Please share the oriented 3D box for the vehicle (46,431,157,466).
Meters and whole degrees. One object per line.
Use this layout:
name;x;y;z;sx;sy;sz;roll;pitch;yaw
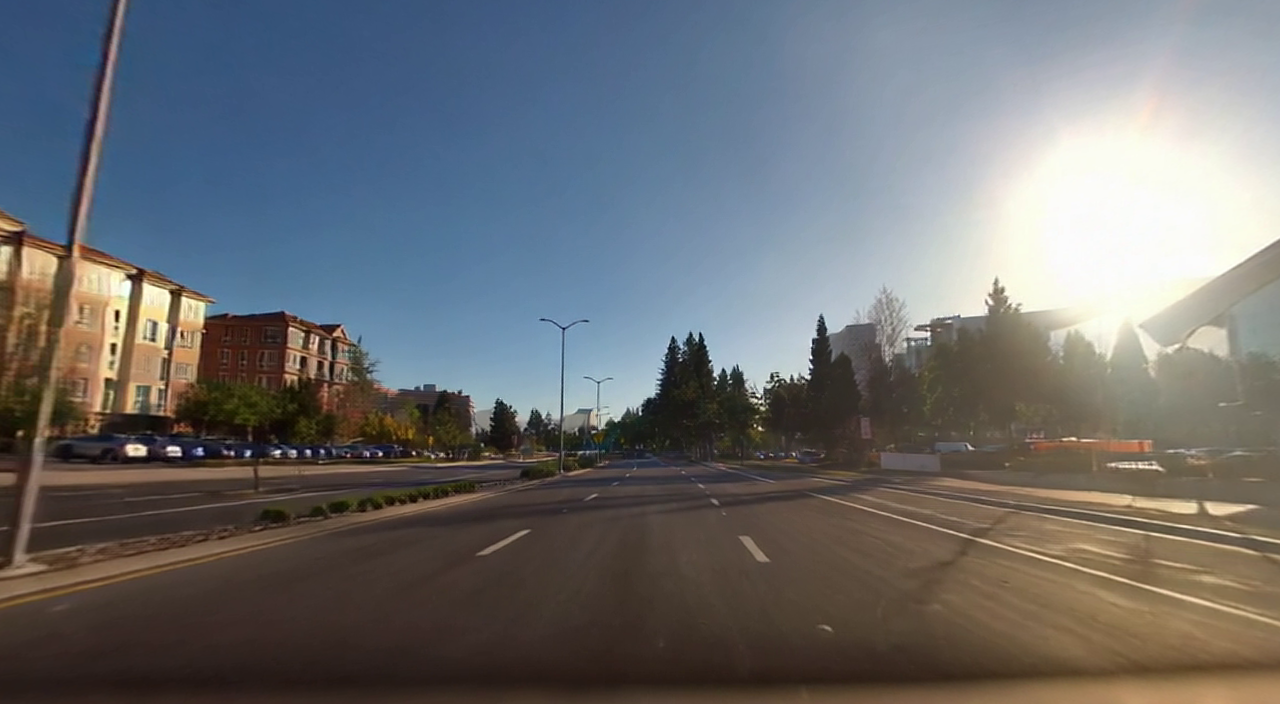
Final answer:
vehicle;-32.918;5.926;38.778;4.579;1.962;2.161;1;-9;-16
